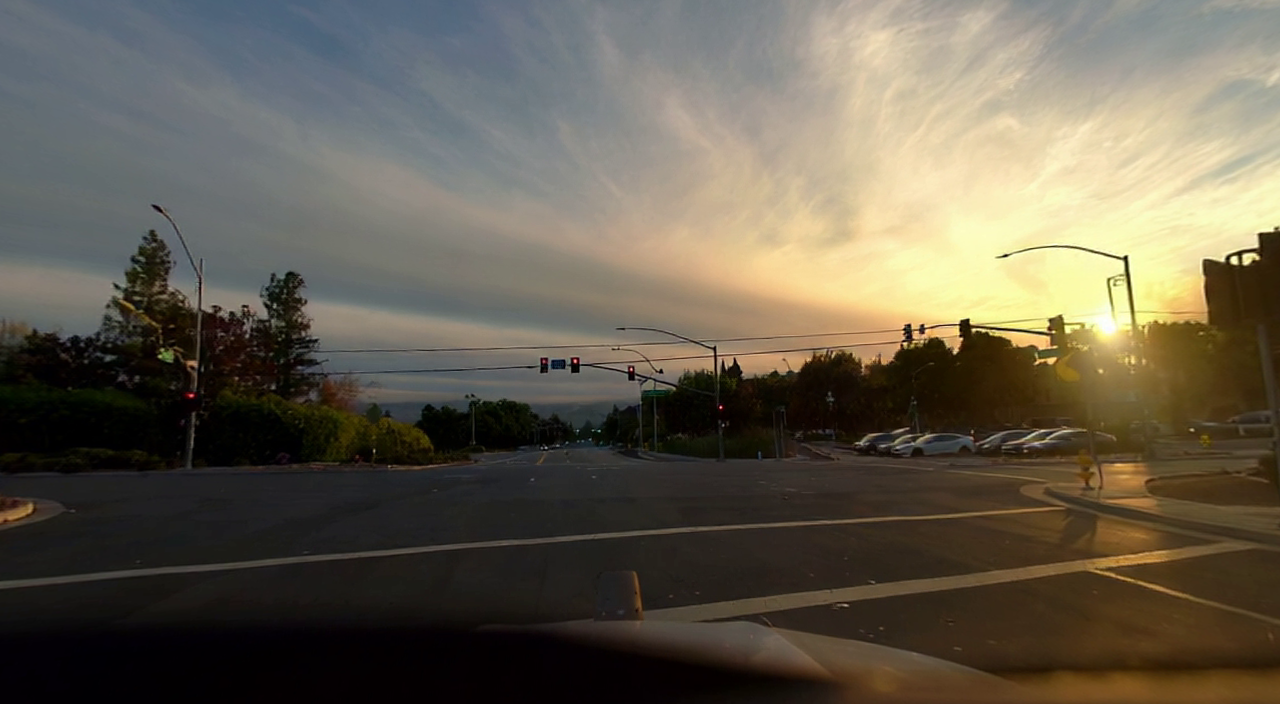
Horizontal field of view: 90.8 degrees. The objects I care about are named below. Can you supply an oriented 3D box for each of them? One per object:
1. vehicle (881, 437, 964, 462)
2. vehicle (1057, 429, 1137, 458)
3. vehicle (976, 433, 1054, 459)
[{"bbox_3d":[18.632,6.435,41.638,5.234,1.549,1.982,4,-9,-24],"label":"vehicle"},{"bbox_3d":[36.027,7.221,49.787,6.148,2.119,2.473,4,-10,-28],"label":"vehicle"},{"bbox_3d":[26.881,6.739,45.296,5.032,1.828,2.183,4,-9,-24],"label":"vehicle"}]
